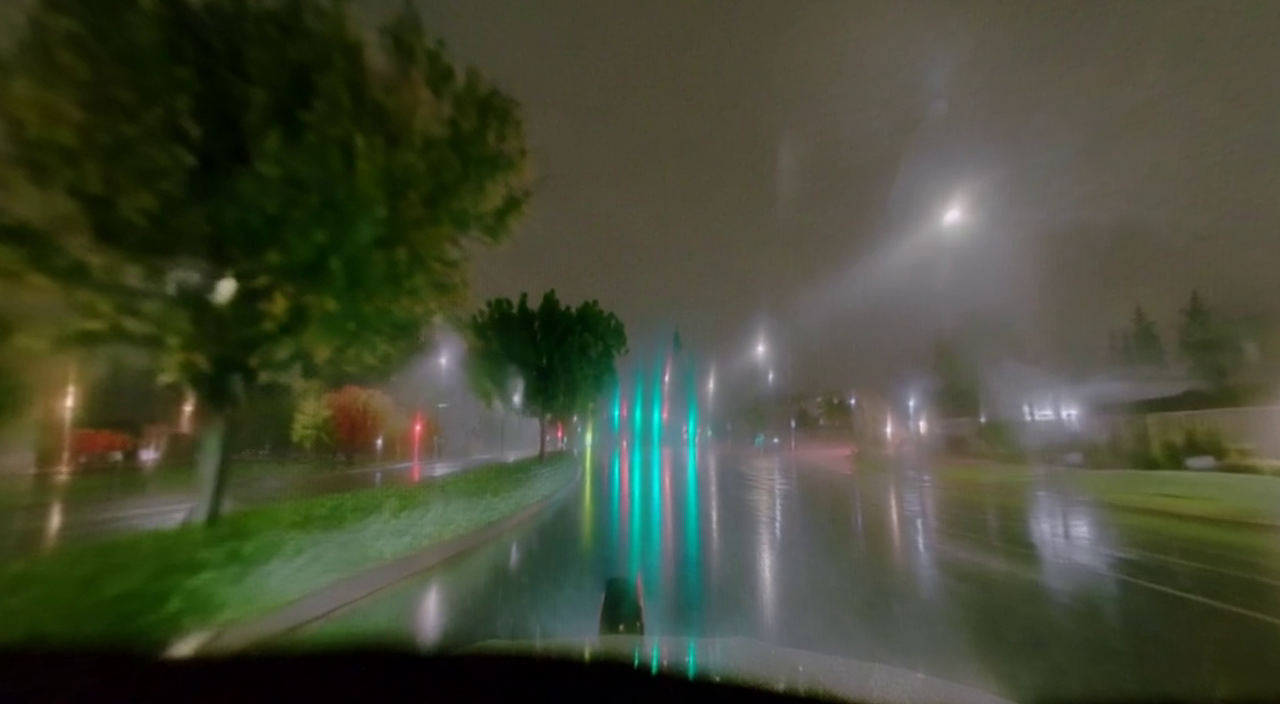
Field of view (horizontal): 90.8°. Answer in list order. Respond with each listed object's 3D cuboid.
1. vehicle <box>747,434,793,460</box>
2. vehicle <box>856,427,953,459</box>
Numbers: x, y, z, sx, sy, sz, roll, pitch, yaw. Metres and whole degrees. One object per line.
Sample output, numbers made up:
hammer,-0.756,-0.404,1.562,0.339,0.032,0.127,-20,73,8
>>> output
vehicle,9.197,6.759,44.966,2.096,1.703,4.583,0,-9,-3
vehicle,15.323,5.312,36.780,4.605,1.779,2.135,0,-9,-1
